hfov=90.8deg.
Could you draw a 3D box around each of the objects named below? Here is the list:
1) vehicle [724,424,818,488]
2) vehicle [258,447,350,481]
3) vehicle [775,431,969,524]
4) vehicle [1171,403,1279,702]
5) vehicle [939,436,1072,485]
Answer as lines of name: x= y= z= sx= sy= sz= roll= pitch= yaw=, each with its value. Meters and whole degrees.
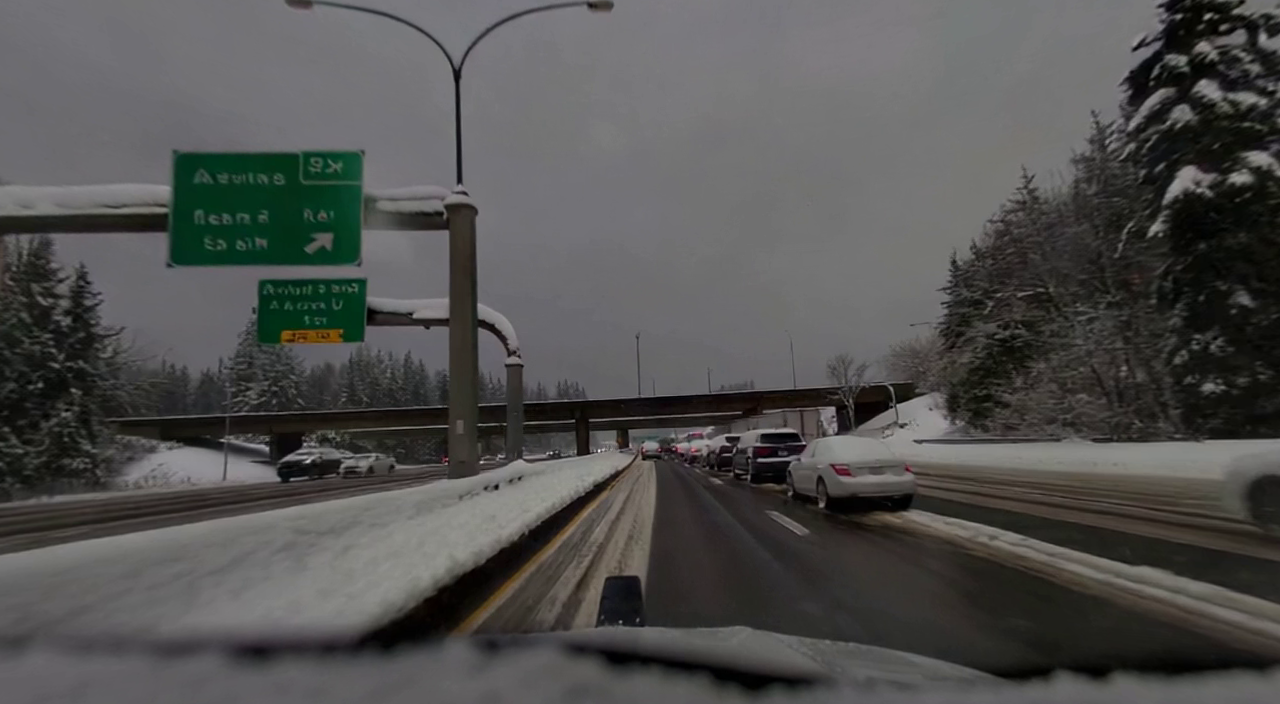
vehicle: x=4.400 y=3.597 z=22.111 sx=2.191 sy=1.963 sz=5.001 roll=0 pitch=-8 yaw=0
vehicle: x=-19.779 y=6.568 z=37.572 sx=2.253 sy=1.837 sz=5.643 roll=0 pitch=-8 yaw=1
vehicle: x=4.305 y=2.418 z=12.799 sx=2.065 sy=1.487 sz=4.972 roll=0 pitch=-8 yaw=0
vehicle: x=4.178 y=0.705 z=1.191 sx=1.991 sy=1.473 sz=5.033 roll=0 pitch=-8 yaw=0
vehicle: x=12.216 y=3.646 z=21.571 sx=1.839 sy=1.490 sz=4.636 roll=0 pitch=-8 yaw=1
